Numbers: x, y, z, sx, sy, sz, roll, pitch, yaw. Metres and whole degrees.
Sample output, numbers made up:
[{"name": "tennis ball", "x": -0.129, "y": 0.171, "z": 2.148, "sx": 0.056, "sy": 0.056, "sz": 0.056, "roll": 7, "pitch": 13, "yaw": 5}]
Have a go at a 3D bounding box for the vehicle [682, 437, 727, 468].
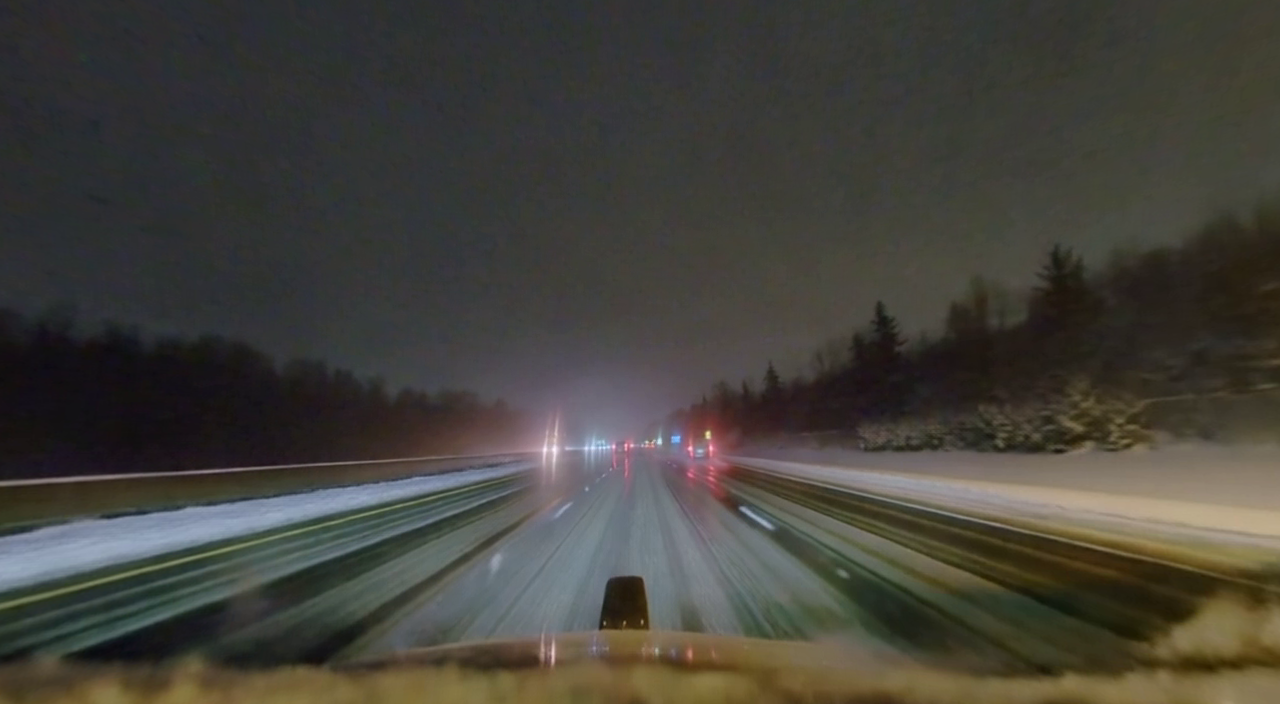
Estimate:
[{"name": "vehicle", "x": 3.656, "y": 5.812, "z": 36.415, "sx": 2.202, "sy": 1.682, "sz": 4.188, "roll": 0, "pitch": -8, "yaw": 0}]
